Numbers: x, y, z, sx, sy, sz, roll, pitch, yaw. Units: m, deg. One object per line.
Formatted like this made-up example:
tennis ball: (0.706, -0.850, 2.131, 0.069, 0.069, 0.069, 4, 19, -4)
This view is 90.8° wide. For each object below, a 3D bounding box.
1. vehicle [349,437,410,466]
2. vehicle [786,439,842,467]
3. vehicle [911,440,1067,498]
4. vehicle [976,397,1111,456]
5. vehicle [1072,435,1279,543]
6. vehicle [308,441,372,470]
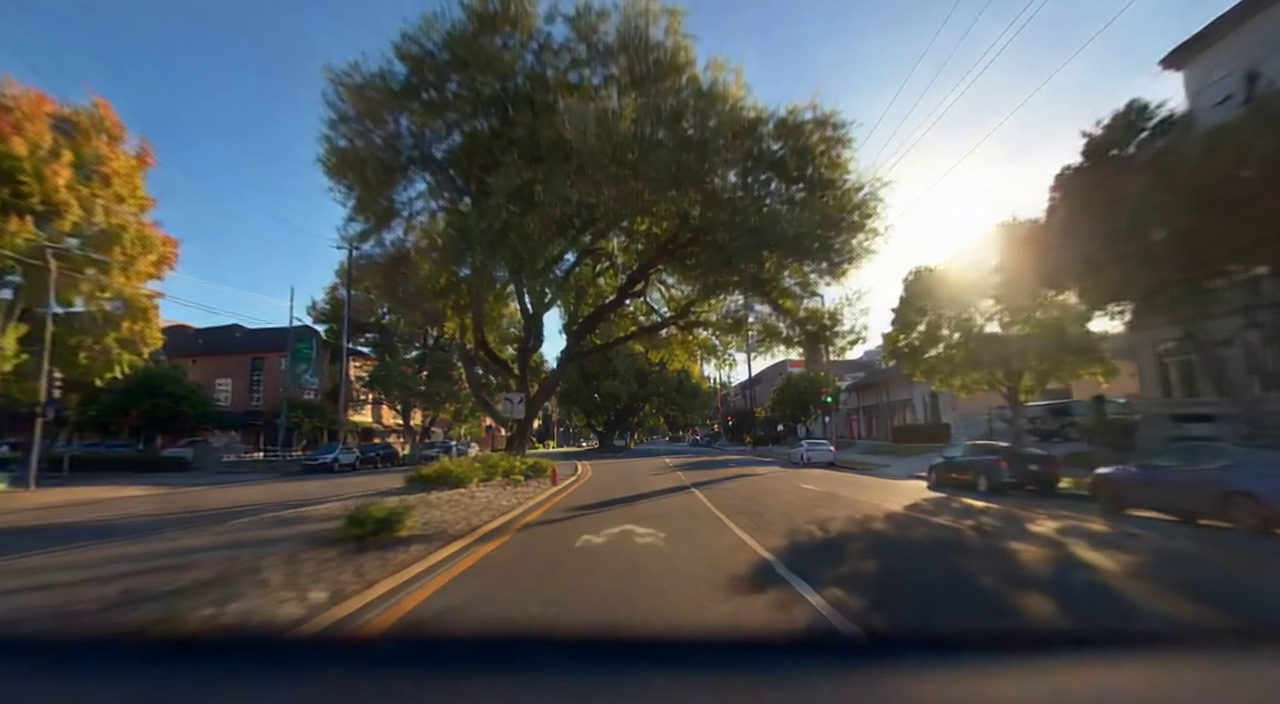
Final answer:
vehicle: (-19.041, 7.270, 46.484, 2.085, 1.957, 5.548, 0, -8, 1)
vehicle: (10.047, 5.878, 36.886, 1.919, 1.546, 4.730, 0, -9, 0)
vehicle: (9.892, 3.318, 18.410, 1.926, 1.464, 4.436, 0, -9, -1)
vehicle: (18.932, 3.638, 30.137, 2.179, 2.441, 5.974, -1, -8, -2)
vehicle: (9.732, 2.192, 10.658, 1.726, 1.486, 4.394, 0, -9, -1)
vehicle: (-19.323, 6.654, 40.892, 1.966, 1.753, 4.634, 0, -9, -2)
